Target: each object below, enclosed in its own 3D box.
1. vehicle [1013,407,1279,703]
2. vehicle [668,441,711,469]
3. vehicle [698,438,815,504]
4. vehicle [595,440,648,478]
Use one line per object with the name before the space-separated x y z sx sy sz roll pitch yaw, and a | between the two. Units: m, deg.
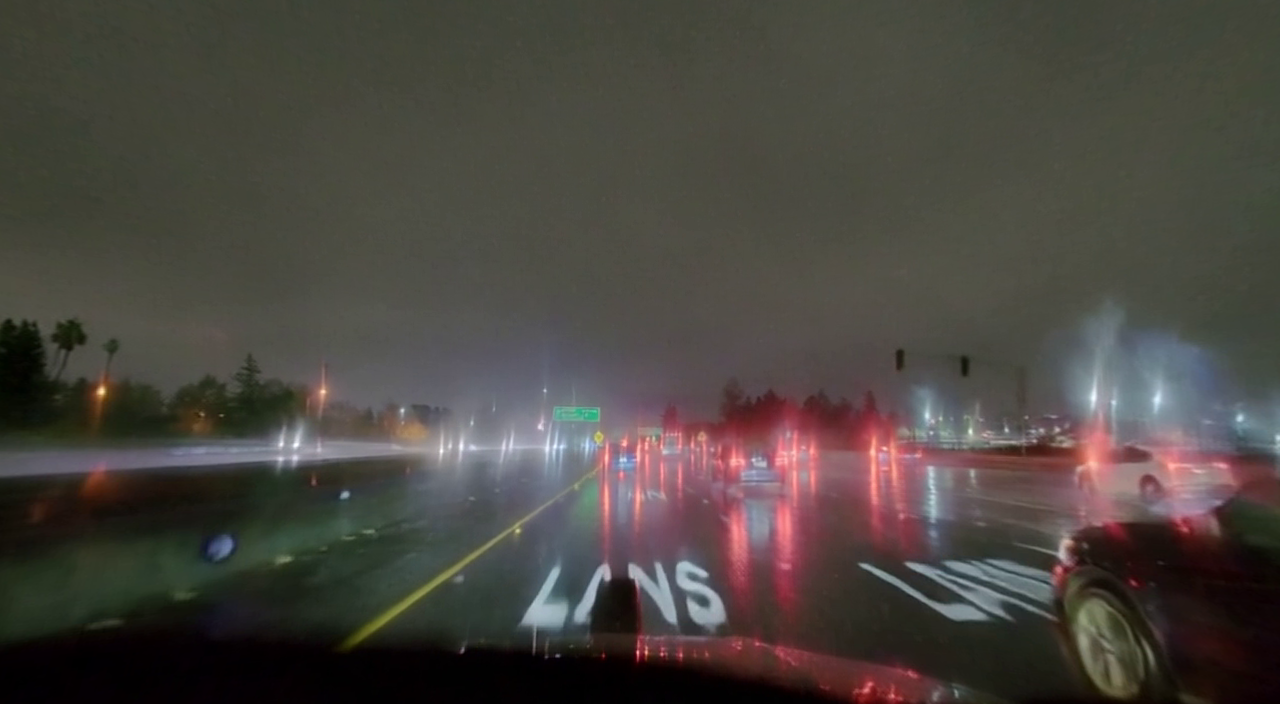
vehicle | 3.280 0.836 1.618 1.996 1.455 4.281 0 -8 -1
vehicle | 2.779 5.867 36.056 1.916 1.487 4.117 0 -9 -3
vehicle | 2.799 2.995 16.367 2.042 1.460 4.451 0 -8 -2
vehicle | -0.773 4.501 26.736 2.069 1.470 4.004 0 -8 -1
